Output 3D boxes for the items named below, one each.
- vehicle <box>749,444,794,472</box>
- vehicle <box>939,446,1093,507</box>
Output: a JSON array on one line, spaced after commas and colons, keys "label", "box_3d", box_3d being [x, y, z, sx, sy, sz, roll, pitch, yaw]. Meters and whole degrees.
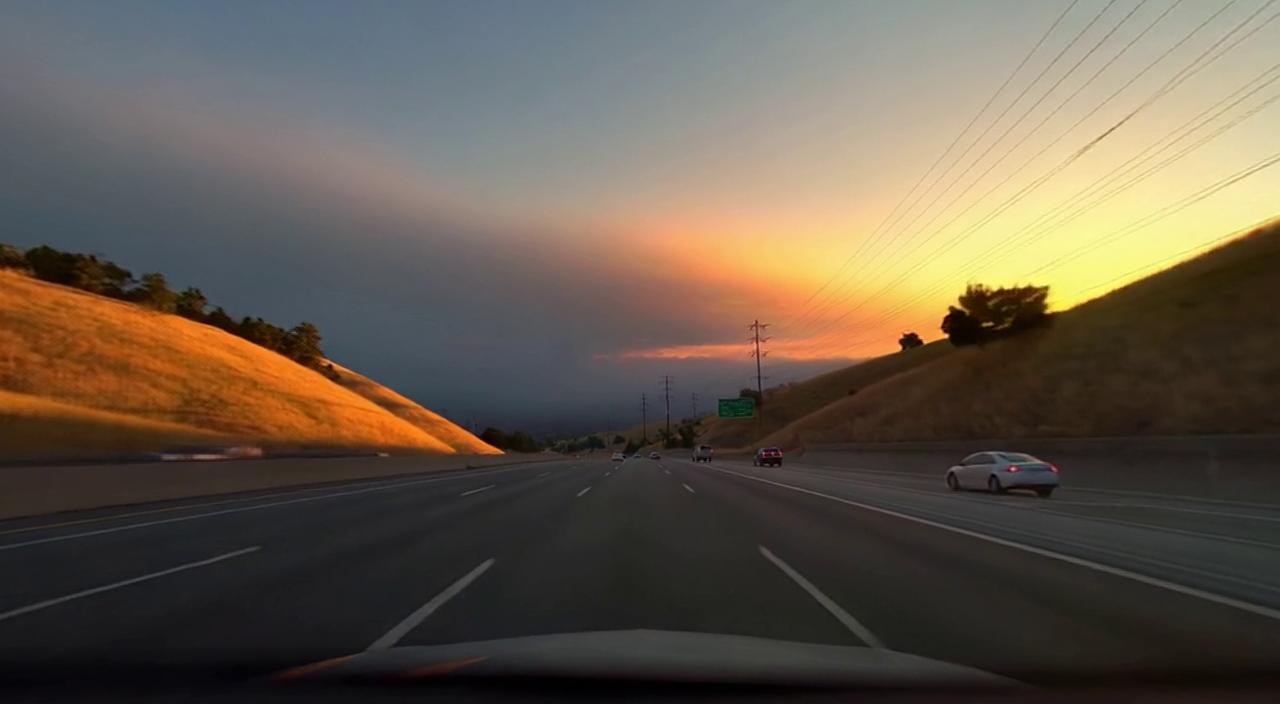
[{"label": "vehicle", "box_3d": [9.135, 7.373, 44.072, 2.108, 1.870, 4.435, 0, -8, -1]}, {"label": "vehicle", "box_3d": [10.223, 3.373, 17.514, 1.884, 1.486, 3.770, 0, -8, -1]}]
